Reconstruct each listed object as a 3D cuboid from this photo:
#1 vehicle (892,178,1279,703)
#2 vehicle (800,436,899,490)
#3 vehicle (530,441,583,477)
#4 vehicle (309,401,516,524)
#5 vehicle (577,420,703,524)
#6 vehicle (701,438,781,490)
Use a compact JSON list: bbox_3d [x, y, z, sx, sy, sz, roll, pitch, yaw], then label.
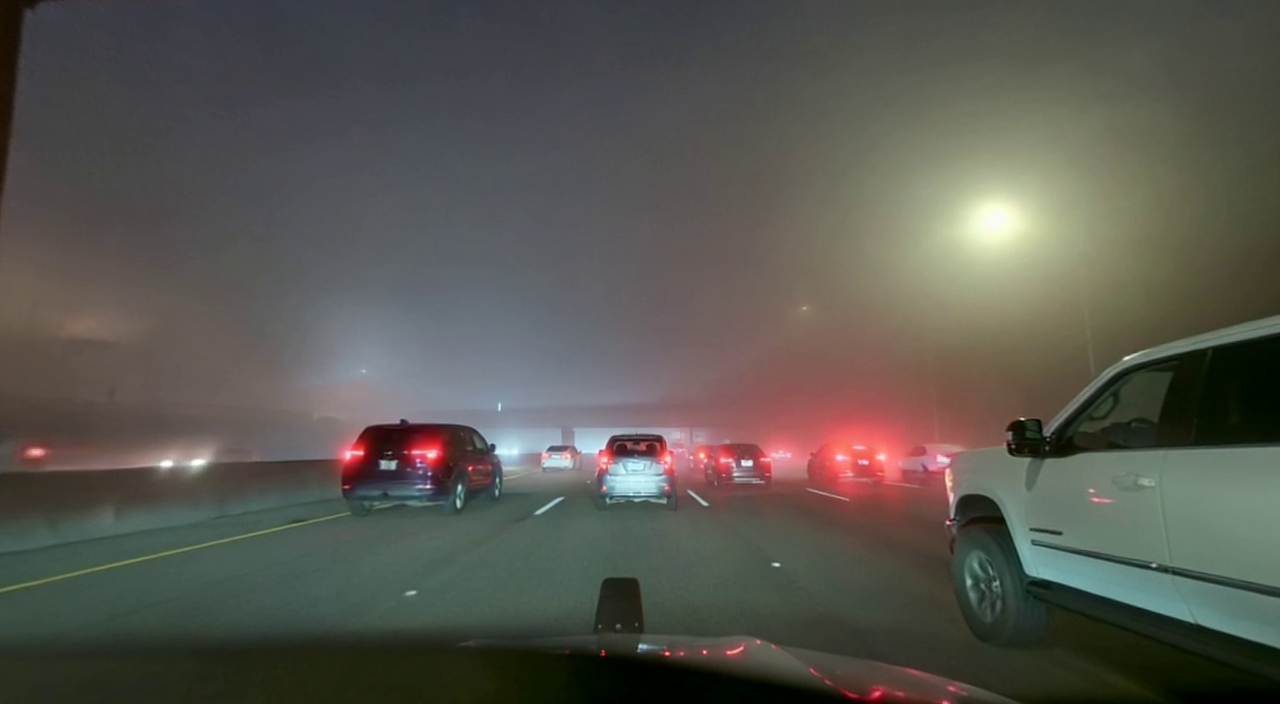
[{"bbox_3d":[3.463,0.631,3.036,2.300,2.242,5.327,0,-9,0],"label":"vehicle"},{"bbox_3d":[7.582,4.057,23.360,2.054,1.769,4.693,1,-9,0],"label":"vehicle"},{"bbox_3d":[-4.097,5.327,31.606,1.982,1.655,4.604,0,-9,1],"label":"vehicle"},{"bbox_3d":[-4.549,2.367,13.993,2.212,2.101,6.052,0,-9,1],"label":"vehicle"},{"bbox_3d":[0.012,2.390,13.005,2.181,1.756,4.167,0,-9,0],"label":"vehicle"},{"bbox_3d":[3.470,3.951,22.556,2.022,1.633,4.651,1,-9,-1],"label":"vehicle"}]
